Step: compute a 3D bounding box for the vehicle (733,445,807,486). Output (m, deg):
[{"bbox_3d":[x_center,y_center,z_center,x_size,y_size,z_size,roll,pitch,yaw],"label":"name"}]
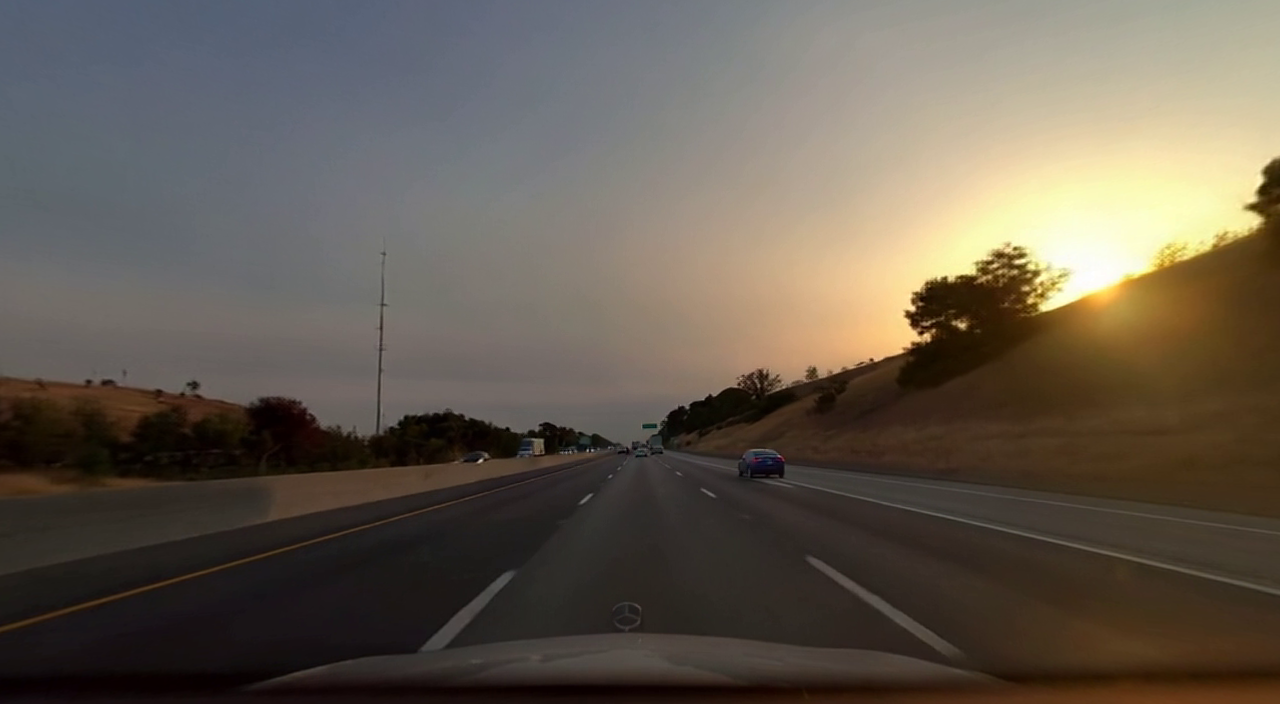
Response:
[{"bbox_3d":[4.966,4.385,24.682,1.967,1.472,3.751,0,-9,-2],"label":"vehicle"}]
